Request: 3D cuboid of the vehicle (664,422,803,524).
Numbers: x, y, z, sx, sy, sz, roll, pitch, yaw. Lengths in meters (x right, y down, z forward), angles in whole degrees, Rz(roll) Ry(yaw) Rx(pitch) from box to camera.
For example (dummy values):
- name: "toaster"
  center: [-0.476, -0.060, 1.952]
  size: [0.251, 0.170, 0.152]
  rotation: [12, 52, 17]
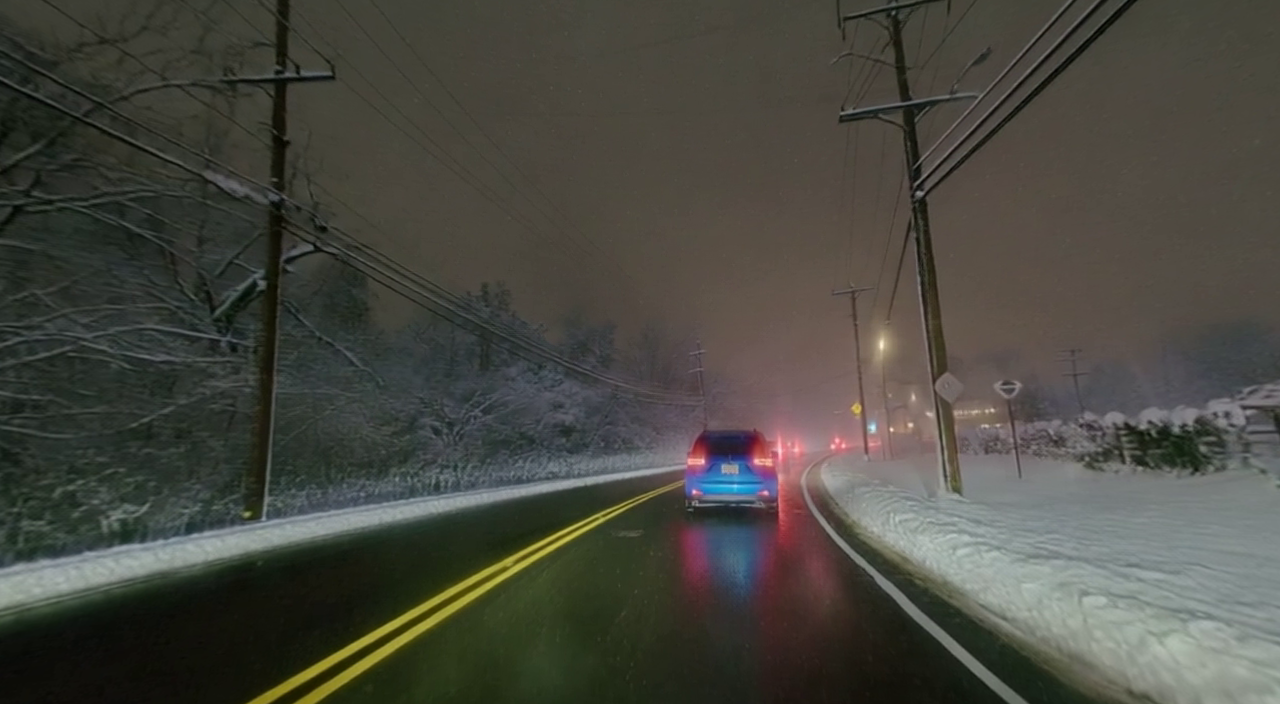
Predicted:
- name: "vehicle"
  center: [1.799, 2.217, 12.085]
  size: [2.157, 1.565, 4.243]
  rotation: [-1, -9, 9]
